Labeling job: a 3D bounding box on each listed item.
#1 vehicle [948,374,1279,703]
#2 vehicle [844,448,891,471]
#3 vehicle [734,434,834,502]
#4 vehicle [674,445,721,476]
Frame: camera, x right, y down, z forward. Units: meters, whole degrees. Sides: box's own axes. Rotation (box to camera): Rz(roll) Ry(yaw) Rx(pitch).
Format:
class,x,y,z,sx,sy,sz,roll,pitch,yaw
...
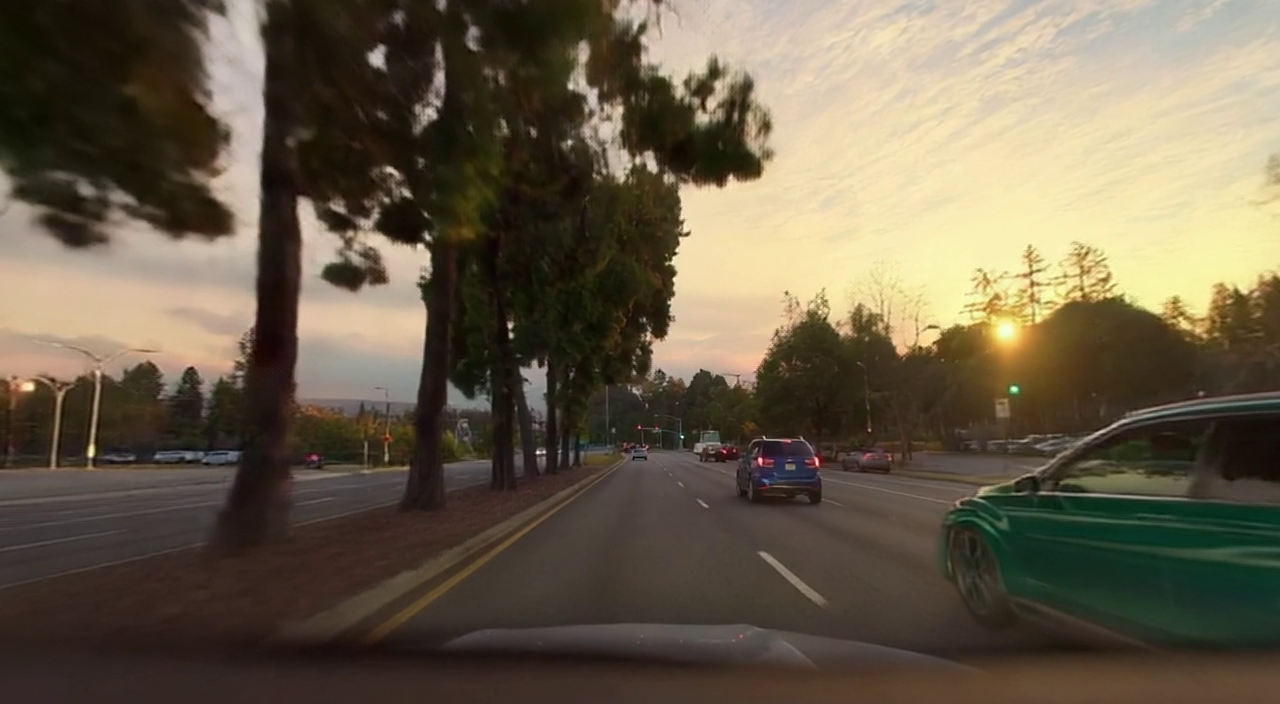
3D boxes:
class,x,y,z,sx,sy,sz,roll,pitch,yaw
vehicle,3.189,0.823,1.929,1.932,1.547,4.992,0,-8,0
vehicle,15.936,7.535,44.272,1.815,1.493,4.135,0,-8,1
vehicle,3.944,3.229,17.972,2.075,1.698,4.142,0,-8,3
vehicle,2.918,5.586,32.808,1.980,1.484,4.093,0,-8,-1
